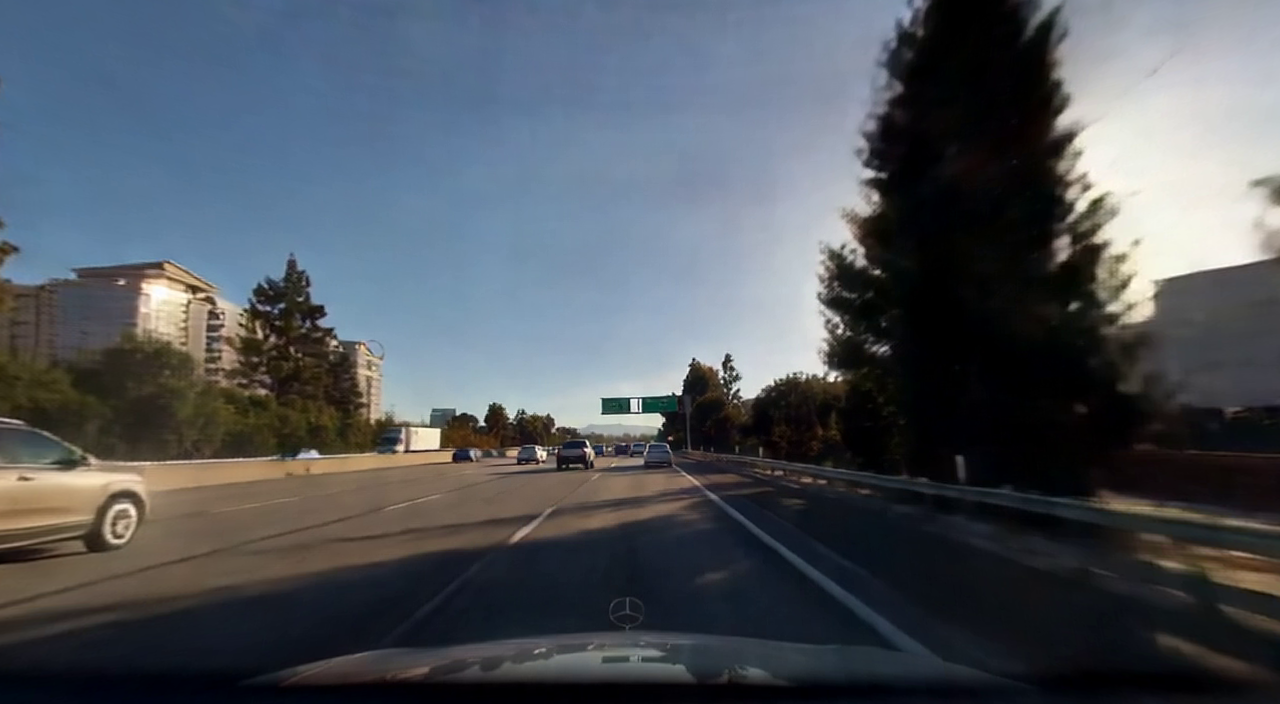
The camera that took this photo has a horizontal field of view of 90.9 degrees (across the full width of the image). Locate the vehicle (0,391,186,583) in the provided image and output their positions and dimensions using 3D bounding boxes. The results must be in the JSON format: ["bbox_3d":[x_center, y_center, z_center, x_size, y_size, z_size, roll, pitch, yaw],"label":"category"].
[{"bbox_3d":[-7.699,1.272,5.756,2.521,1.901,5.988,0,-8,2],"label":"vehicle"}]

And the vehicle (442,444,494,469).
[{"bbox_3d":[-11.090,6.755,41.006,1.951,1.491,4.697,0,-8,1],"label":"vehicle"}]

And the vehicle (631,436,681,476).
[{"bbox_3d":[0.697,4.779,29.278,2.135,1.697,4.757,0,-8,0],"label":"vehicle"}]

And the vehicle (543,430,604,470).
[{"bbox_3d":[-3.652,5.570,36.099,2.751,2.050,5.761,0,-8,1],"label":"vehicle"}]

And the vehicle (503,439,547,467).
[{"bbox_3d":[-7.794,6.864,43.195,2.078,1.779,4.610,0,-8,1],"label":"vehicle"}]
